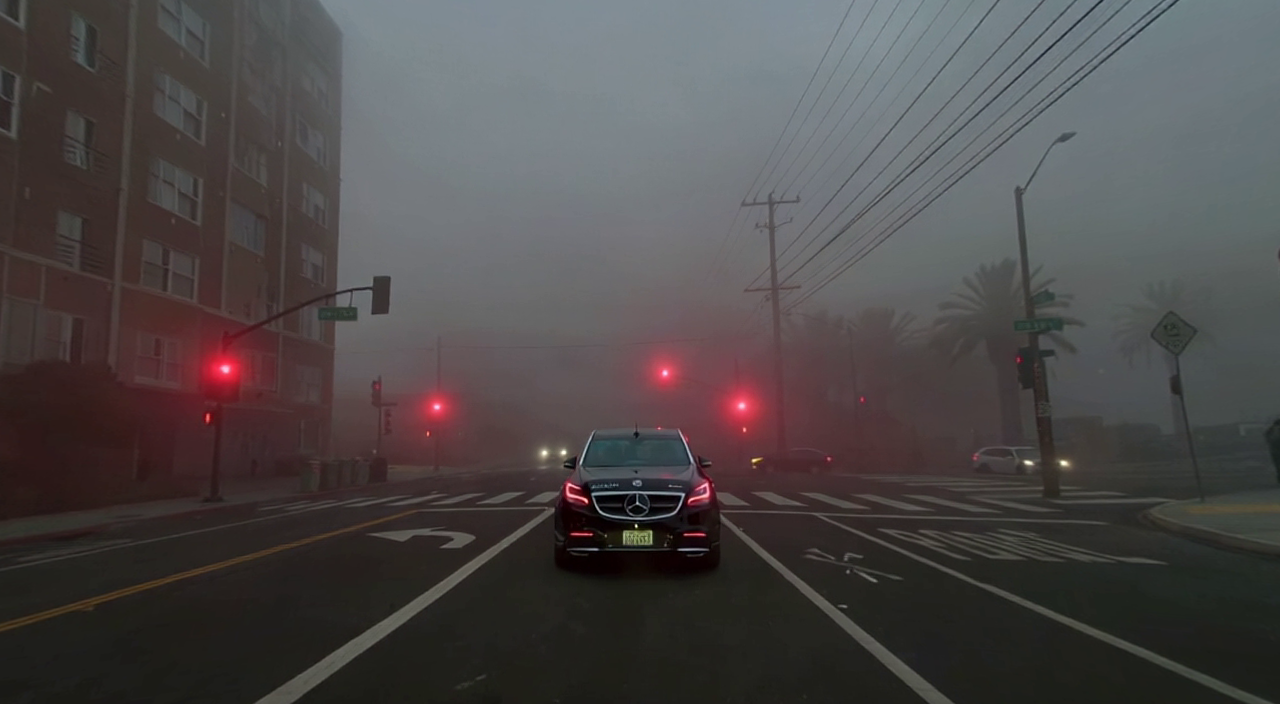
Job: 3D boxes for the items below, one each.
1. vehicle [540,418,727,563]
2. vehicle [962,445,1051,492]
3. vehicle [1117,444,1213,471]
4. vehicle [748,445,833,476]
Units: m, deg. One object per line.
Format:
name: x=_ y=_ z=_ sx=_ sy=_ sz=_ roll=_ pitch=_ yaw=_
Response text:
vehicle: x=-0.077 y=1.876 z=9.230 sx=2.144 sy=1.643 sz=3.770 roll=0 pitch=-8 yaw=0
vehicle: x=14.060 y=4.382 z=24.126 sx=2.004 sy=1.593 sz=4.118 roll=-8 pitch=-11 yaw=41
vehicle: x=32.167 y=6.466 z=38.770 sx=4.234 sy=1.613 sz=1.812 roll=0 pitch=-8 yaw=-1
vehicle: x=8.945 y=6.457 z=37.750 sx=4.494 sy=1.704 sz=1.976 roll=-5 pitch=-10 yaw=30
